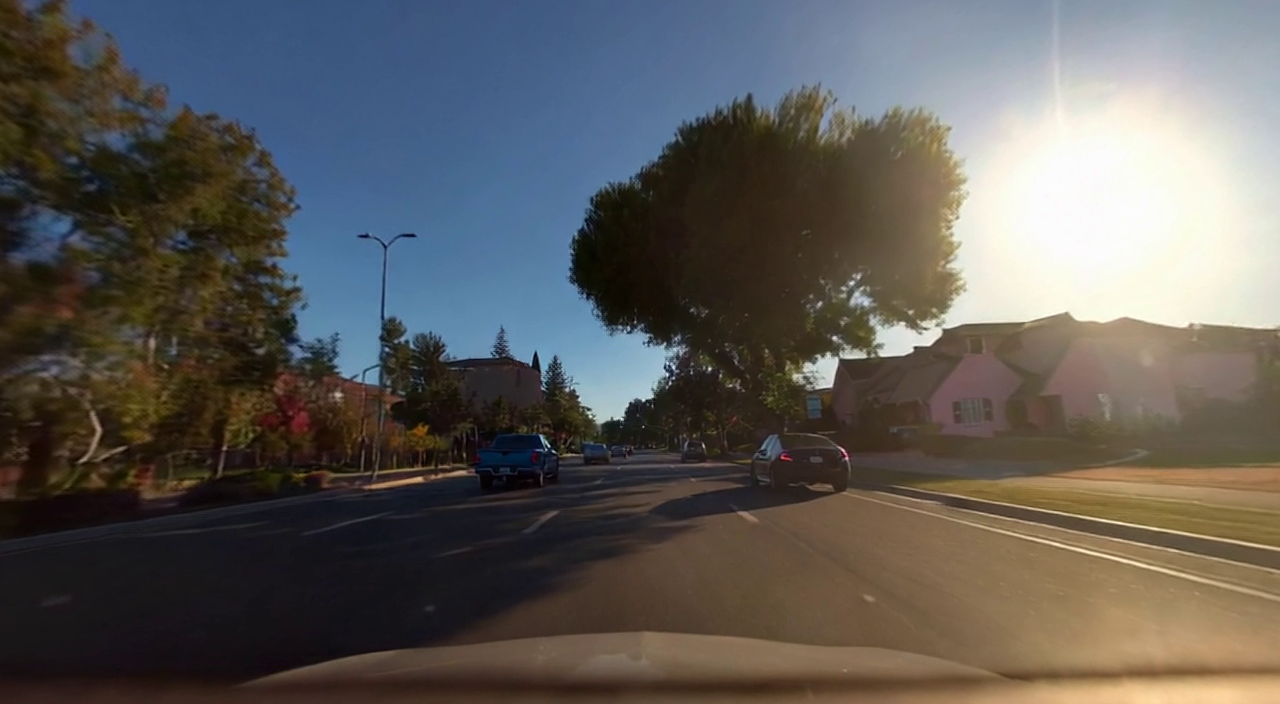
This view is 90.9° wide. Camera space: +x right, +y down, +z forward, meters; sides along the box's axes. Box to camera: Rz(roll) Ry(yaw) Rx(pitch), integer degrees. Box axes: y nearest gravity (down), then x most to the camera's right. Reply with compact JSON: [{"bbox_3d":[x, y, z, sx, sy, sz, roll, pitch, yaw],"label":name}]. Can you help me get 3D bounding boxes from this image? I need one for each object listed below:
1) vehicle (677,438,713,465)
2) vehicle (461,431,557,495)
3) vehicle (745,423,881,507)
[{"bbox_3d":[4.167,7.610,48.427,2.321,1.957,5.037,0,-9,1],"label":"vehicle"},{"bbox_3d":[-3.925,3.423,19.756,2.002,1.747,4.728,0,-9,0],"label":"vehicle"},{"bbox_3d":[4.002,2.708,15.428,2.016,1.736,4.356,0,-9,-1],"label":"vehicle"}]
